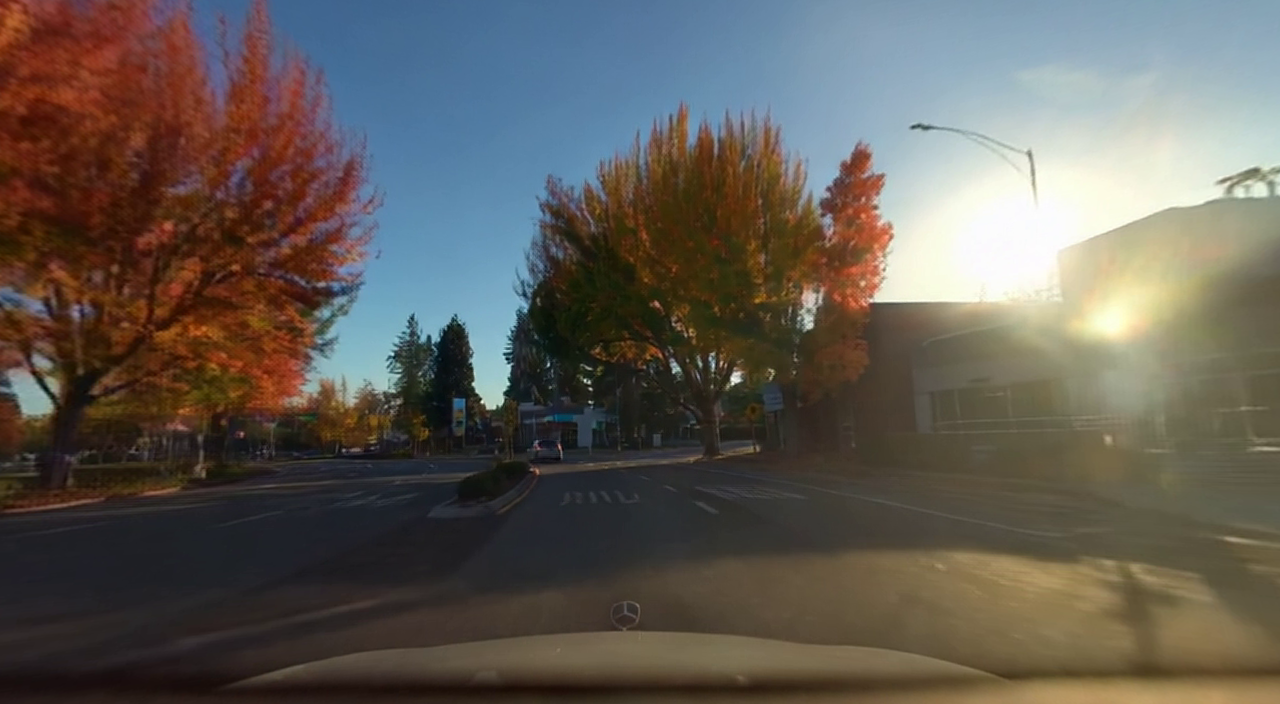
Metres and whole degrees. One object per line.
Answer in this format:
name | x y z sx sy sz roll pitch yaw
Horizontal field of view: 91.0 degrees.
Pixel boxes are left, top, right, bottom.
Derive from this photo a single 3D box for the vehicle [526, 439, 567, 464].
vehicle | -6.313 6.643 42.210 2.018 1.512 4.304 3 -9 -18
